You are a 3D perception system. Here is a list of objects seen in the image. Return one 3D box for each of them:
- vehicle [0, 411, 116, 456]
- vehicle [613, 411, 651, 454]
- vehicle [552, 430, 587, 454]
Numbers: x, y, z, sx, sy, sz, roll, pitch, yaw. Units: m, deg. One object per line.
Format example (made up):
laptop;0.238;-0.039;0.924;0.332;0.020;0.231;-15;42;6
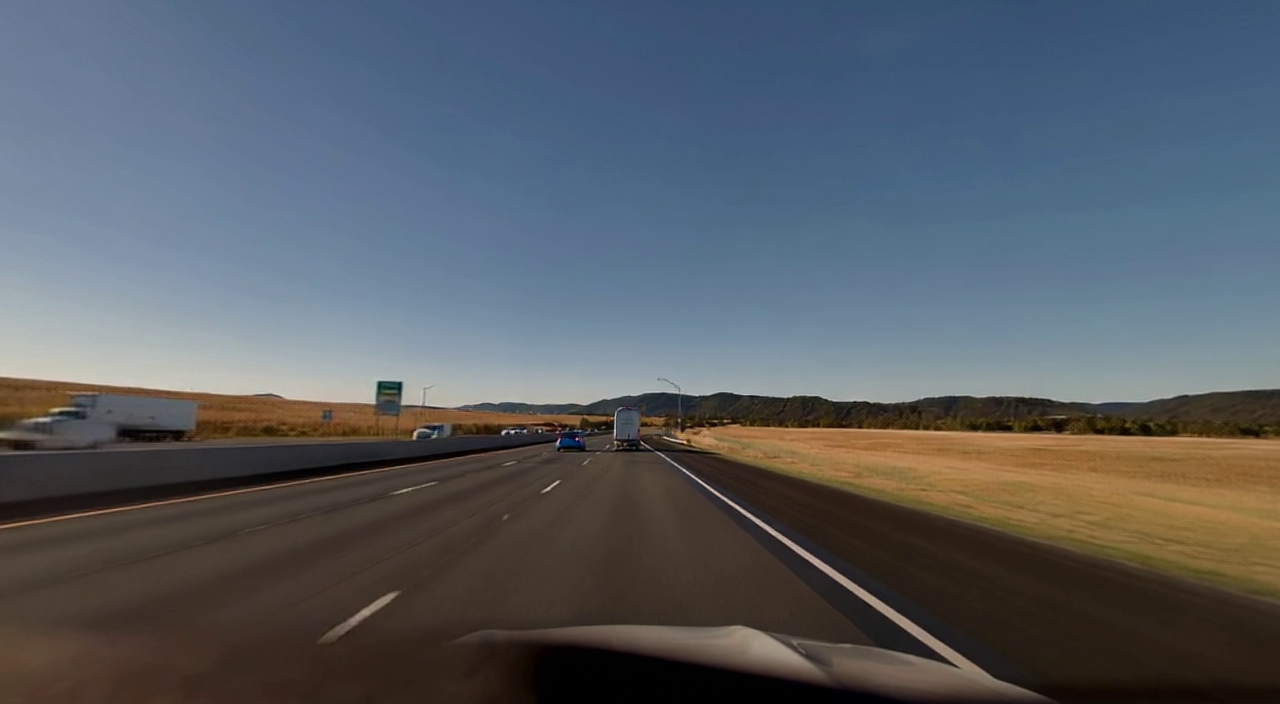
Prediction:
vehicle;-23.970;3.283;25.341;1.993;1.658;4.276;0;-8;-1
vehicle;-0.634;5.524;43.190;2.418;2.704;6.445;0;-8;-2
vehicle;-4.694;6.041;42.224;1.932;1.544;3.864;0;-8;-1
